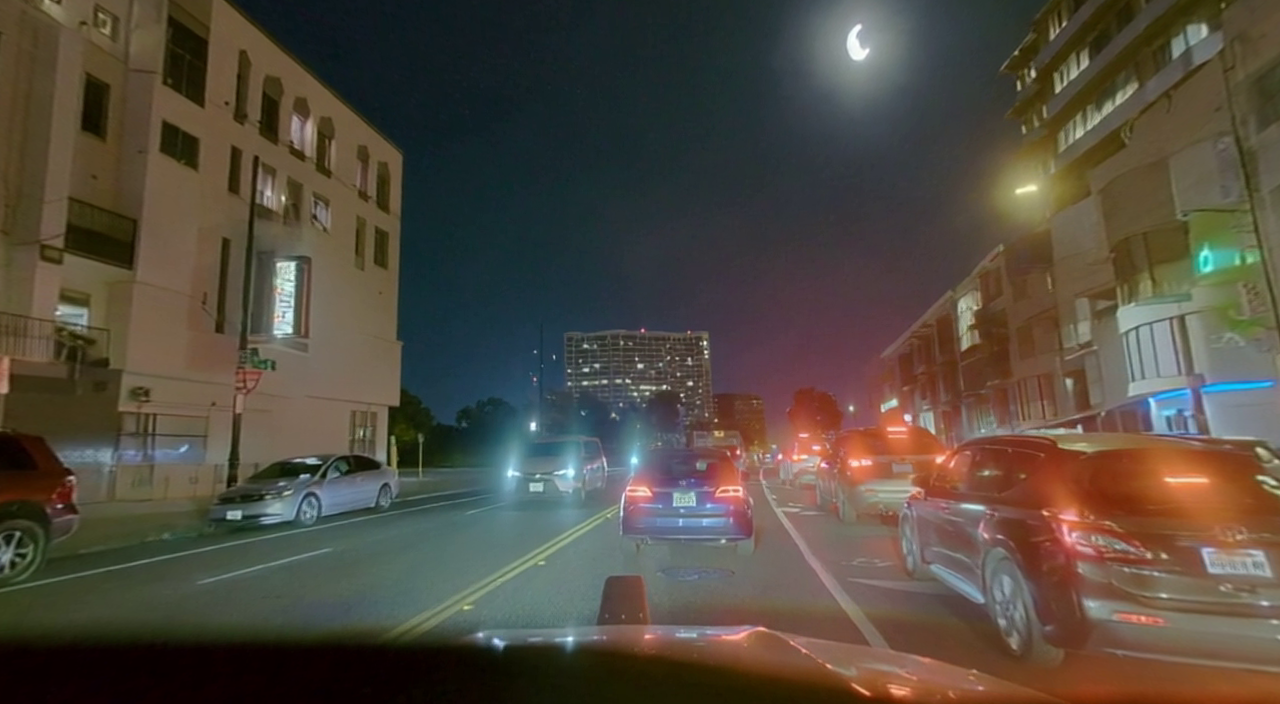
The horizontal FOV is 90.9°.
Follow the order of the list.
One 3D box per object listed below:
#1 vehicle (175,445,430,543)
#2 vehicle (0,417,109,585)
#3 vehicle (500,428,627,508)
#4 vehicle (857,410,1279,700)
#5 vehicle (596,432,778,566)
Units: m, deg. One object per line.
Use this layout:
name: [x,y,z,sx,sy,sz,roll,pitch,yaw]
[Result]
vehicle: [-6.142,2.570,12.225,1.928,1.503,4.322,-2,-9,12]
vehicle: [-8.007,1.472,5.777,1.934,1.770,4.546,-3,-9,8]
vehicle: [-1.783,2.933,16.468,2.102,1.771,4.599,-1,-8,9]
vehicle: [3.350,1.376,5.477,1.982,1.510,4.144,-1,-8,8]
vehicle: [0.743,1.913,8.977,2.031,1.461,3.763,-1,-8,7]
